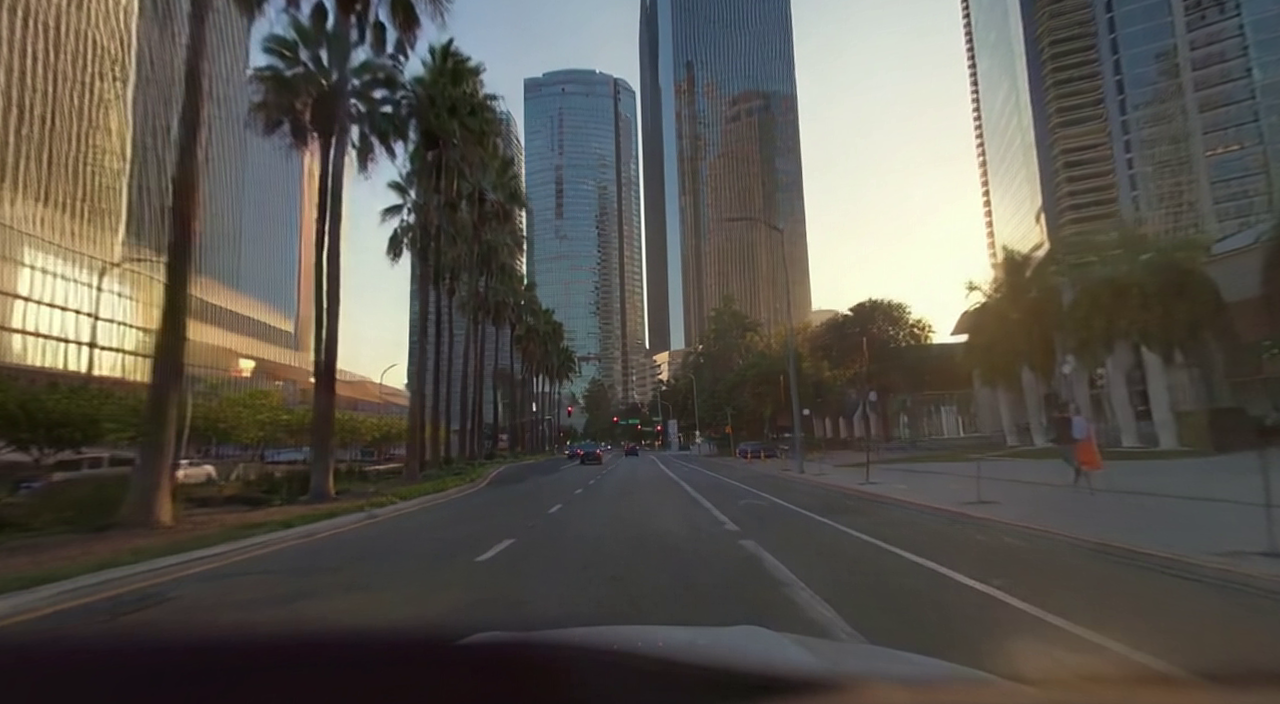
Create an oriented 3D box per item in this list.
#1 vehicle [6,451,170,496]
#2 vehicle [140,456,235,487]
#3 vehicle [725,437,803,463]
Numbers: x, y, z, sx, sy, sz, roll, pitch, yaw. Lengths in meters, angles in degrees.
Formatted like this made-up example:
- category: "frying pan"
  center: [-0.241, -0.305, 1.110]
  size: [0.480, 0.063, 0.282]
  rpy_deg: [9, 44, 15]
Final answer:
- category: "vehicle"
  center: [-24.450, 5.361, 28.424]
  size: [2.062, 1.765, 5.897]
  rpy_deg: [0, -8, 0]
- category: "vehicle"
  center: [-24.037, 6.335, 33.765]
  size: [1.751, 1.424, 4.506]
  rpy_deg: [0, -9, 0]
- category: "vehicle"
  center: [8.416, 6.739, 43.319]
  size: [4.871, 1.708, 2.144]
  rpy_deg: [0, -9, -2]
